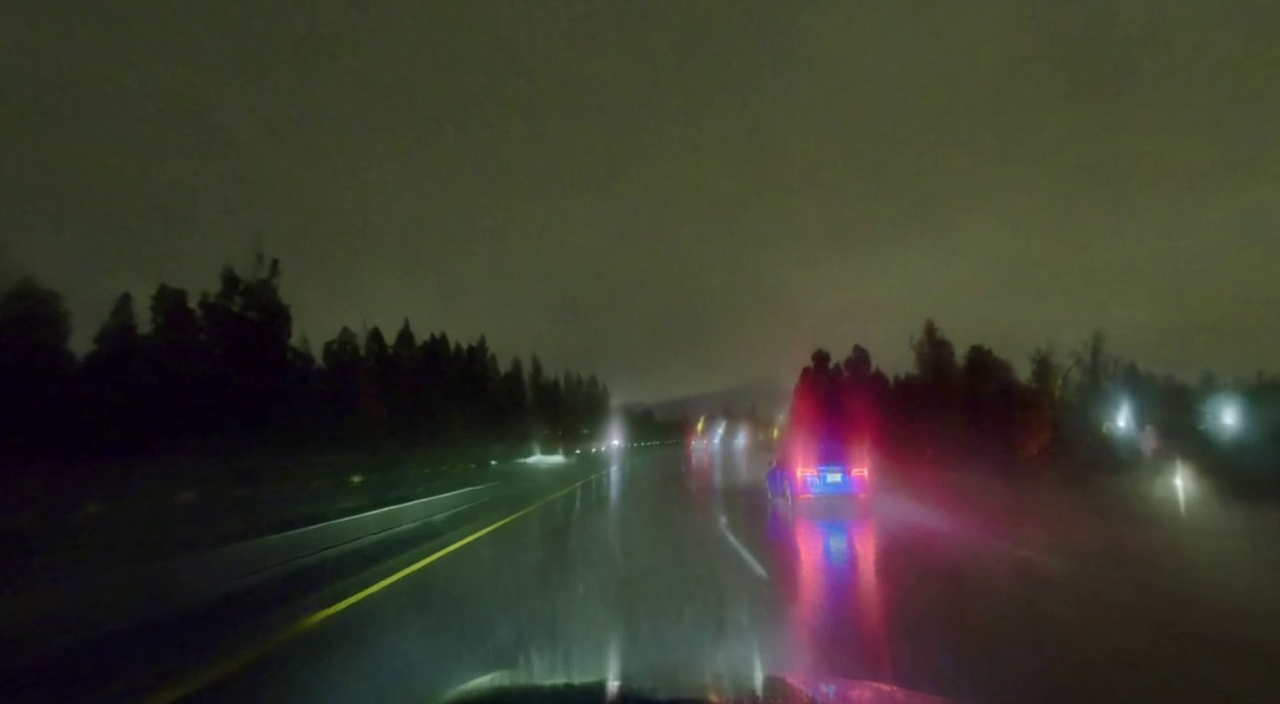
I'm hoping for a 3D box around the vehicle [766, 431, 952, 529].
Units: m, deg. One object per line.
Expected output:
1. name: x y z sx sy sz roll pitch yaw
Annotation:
1. vehicle: 3.914 2.360 12.242 2.050 1.546 4.344 0 -8 0
